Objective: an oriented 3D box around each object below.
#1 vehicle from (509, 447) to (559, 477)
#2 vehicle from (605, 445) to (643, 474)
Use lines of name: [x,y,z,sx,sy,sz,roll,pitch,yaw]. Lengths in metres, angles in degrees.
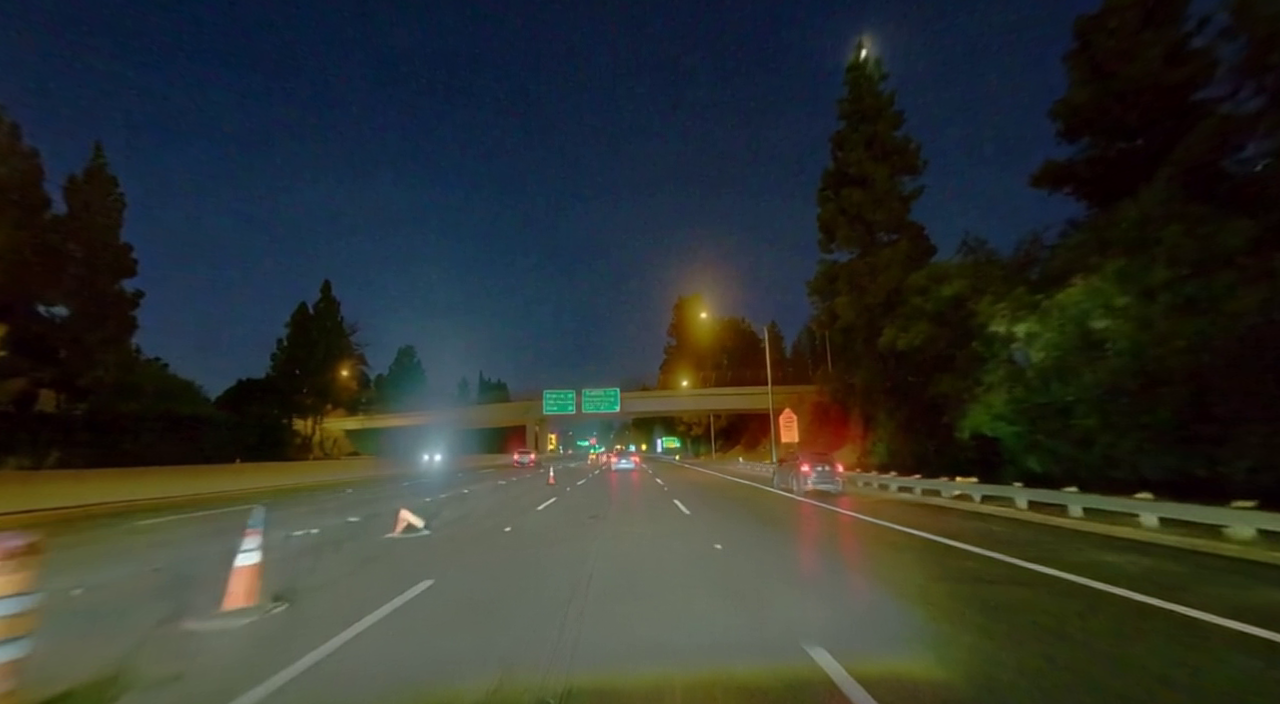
vehicle: [-5.657,5.899,34.164,1.997,1.507,4.248,0,-9,-1]
vehicle: [-0.920,6.312,37.262,2.109,1.638,3.856,0,-9,-1]
